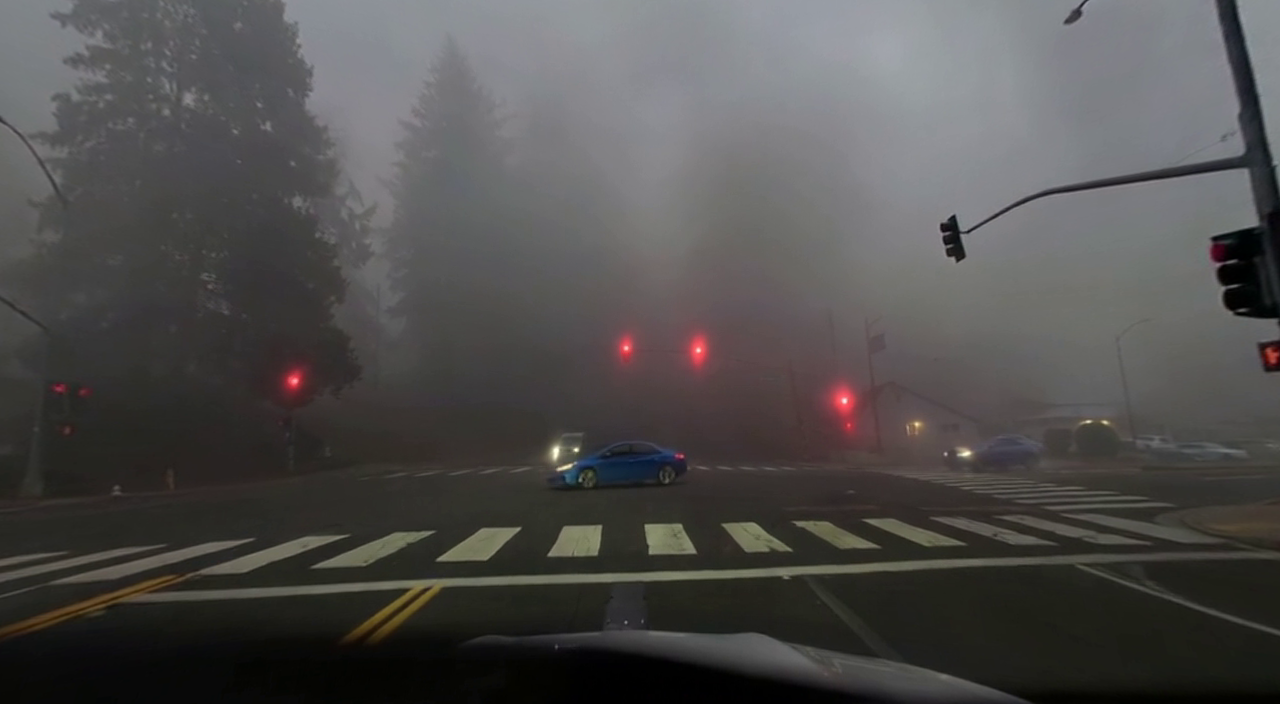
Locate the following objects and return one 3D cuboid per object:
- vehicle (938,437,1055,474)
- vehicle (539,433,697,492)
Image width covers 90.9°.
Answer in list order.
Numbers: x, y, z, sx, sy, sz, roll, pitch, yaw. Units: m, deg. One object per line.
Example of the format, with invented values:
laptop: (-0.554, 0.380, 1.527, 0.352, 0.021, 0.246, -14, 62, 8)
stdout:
vehicle: (15.409, 4.447, 27.248, 4.377, 1.523, 1.877, 3, -9, -19)
vehicle: (-0.508, 3.128, 18.273, 1.864, 1.482, 4.528, -8, -12, 44)
